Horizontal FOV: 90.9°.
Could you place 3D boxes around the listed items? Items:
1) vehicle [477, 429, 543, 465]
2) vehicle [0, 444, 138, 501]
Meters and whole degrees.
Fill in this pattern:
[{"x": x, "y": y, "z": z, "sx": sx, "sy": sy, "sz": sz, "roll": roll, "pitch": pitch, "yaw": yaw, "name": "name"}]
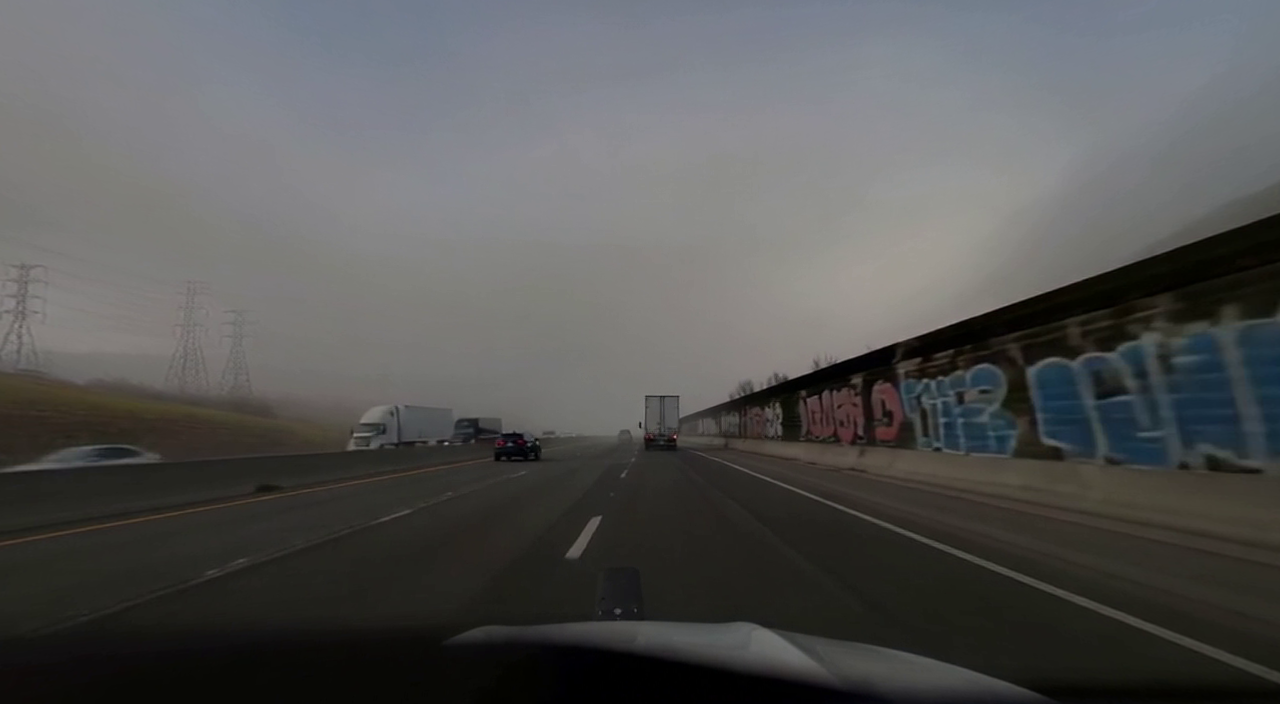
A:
[{"x": -5.740, "y": 4.228, "z": 28.351, "sx": 1.965, "sy": 1.486, "sz": 4.448, "roll": 0, "pitch": -8, "yaw": 1, "name": "vehicle"}, {"x": -17.174, "y": 3.409, "z": 18.337, "sx": 1.781, "sy": 1.409, "sz": 3.993, "roll": 0, "pitch": -8, "yaw": 0, "name": "vehicle"}]
